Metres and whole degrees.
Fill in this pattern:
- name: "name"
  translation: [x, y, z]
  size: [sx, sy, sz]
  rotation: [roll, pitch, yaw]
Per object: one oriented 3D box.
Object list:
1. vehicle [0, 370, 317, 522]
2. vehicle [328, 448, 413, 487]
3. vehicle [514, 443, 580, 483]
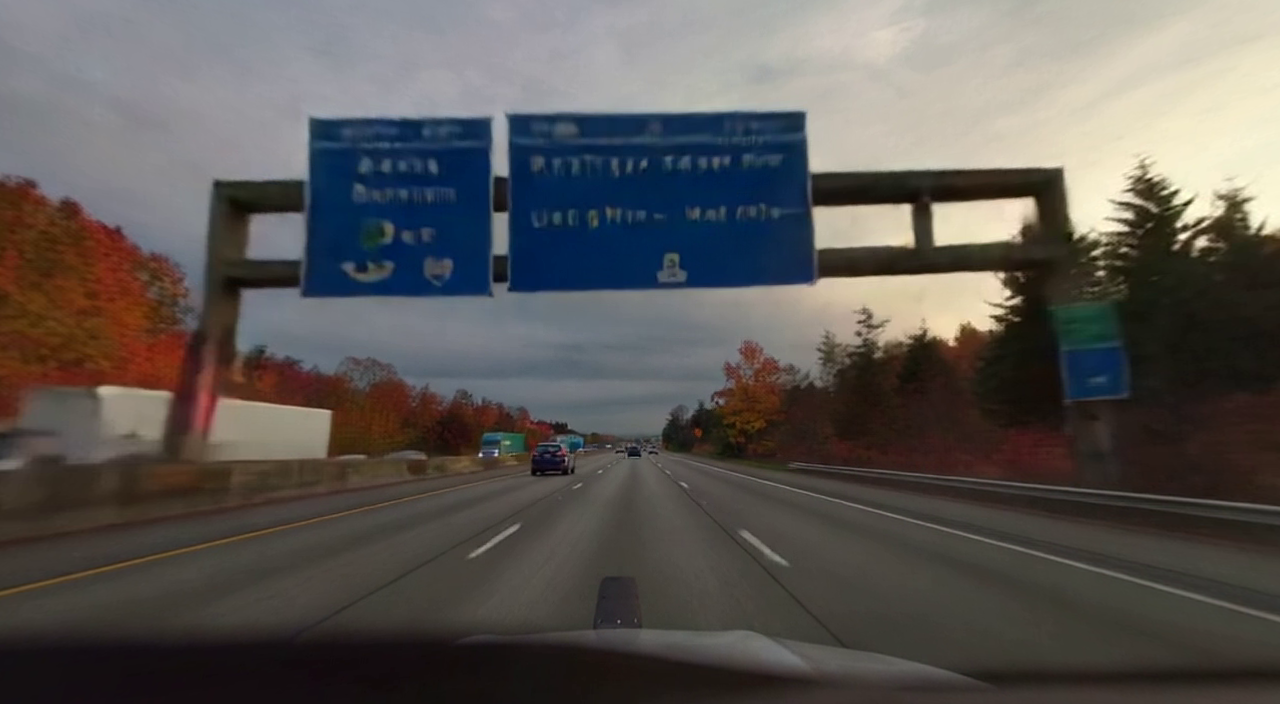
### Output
- name: "vehicle"
  translation: [-18.643, 3.783, 24.769]
  size: [2.955, 4.035, 16.775]
  rotation: [0, -9, 0]
- name: "vehicle"
  translation: [-11.451, 4.919, 26.964]
  size: [1.885, 1.517, 3.993]
  rotation: [0, -9, 0]
- name: "vehicle"
  translation: [-3.999, 4.859, 27.759]
  size: [2.153, 1.577, 4.707]
  rotation: [0, -9, 1]
